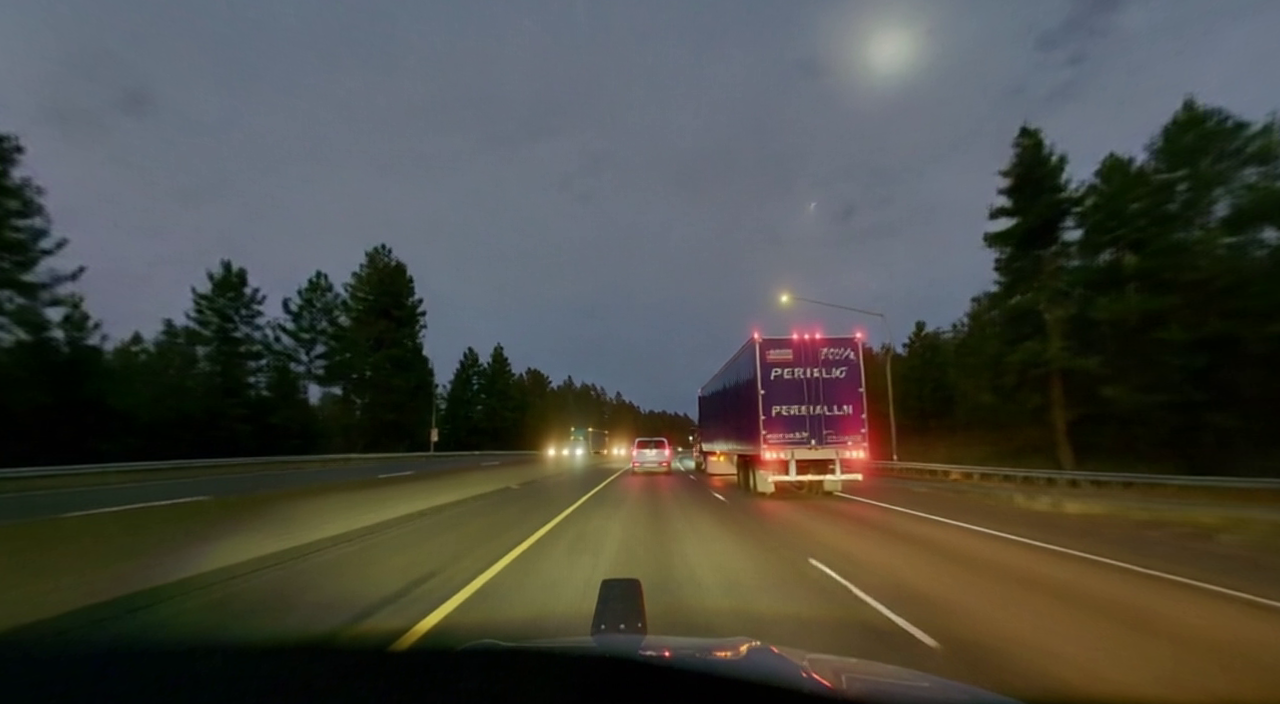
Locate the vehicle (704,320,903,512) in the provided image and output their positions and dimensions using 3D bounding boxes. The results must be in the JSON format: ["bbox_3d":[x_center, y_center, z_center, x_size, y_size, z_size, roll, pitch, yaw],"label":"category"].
[{"bbox_3d":[4.344,2.571,22.003,2.899,4.160,16.621,0,-8,1],"label":"vehicle"}]

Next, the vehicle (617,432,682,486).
[{"bbox_3d":[0.364,4.021,24.063,2.222,1.848,4.610,0,-8,1],"label":"vehicle"}]
